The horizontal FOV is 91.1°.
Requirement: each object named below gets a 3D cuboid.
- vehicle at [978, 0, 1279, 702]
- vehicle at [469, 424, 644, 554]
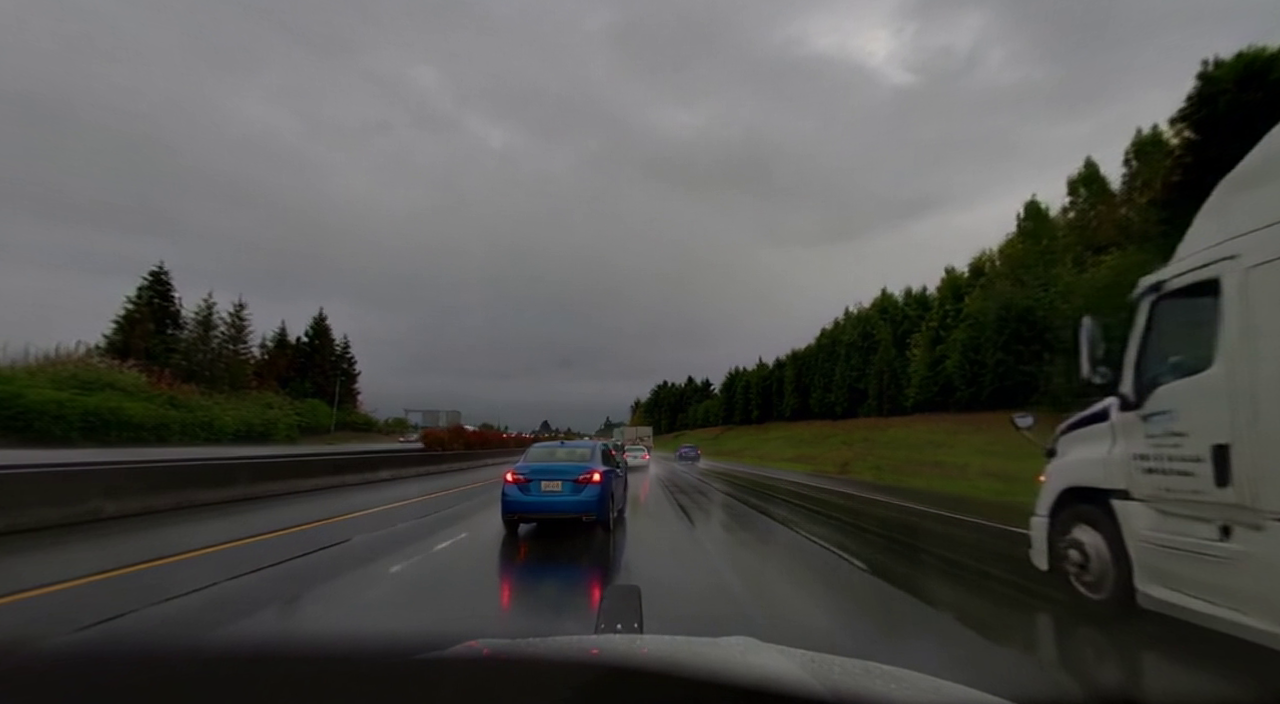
[{"bbox_3d":[4.895,-0.295,3.091,2.982,4.187,6.008,0,-9,1],"label":"vehicle"},{"bbox_3d":[-1.025,1.984,9.703,2.038,1.582,3.729,-1,-9,2],"label":"vehicle"}]
